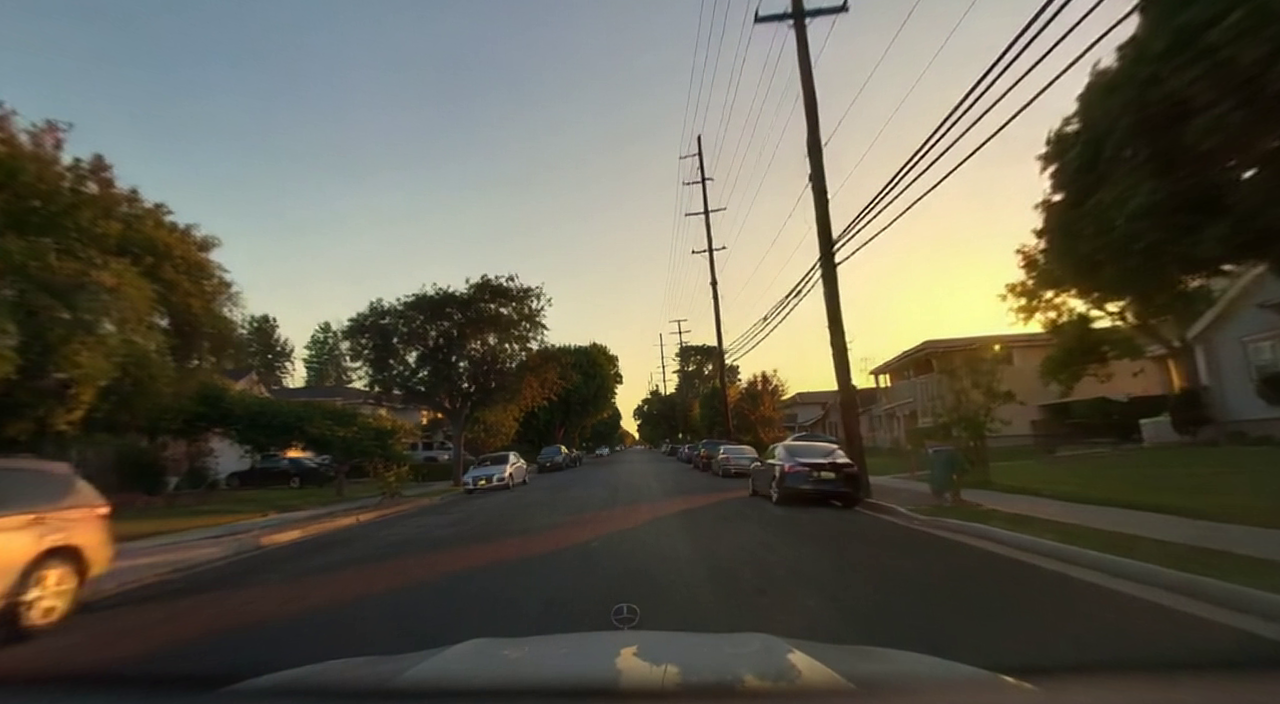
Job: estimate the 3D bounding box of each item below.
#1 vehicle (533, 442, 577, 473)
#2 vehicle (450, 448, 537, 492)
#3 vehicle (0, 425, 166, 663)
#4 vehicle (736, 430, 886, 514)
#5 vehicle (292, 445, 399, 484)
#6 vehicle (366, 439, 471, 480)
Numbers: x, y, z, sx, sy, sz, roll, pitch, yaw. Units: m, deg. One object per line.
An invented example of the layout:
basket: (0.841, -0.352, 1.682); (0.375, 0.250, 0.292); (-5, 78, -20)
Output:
vehicle: (-5.573, 7.024, 41.915); (2.118, 1.753, 4.377); (-5, -10, 1)
vehicle: (-5.667, 4.618, 25.066); (2.199, 1.439, 4.757); (-3, -9, 2)
vehicle: (-5.803, 1.414, 4.164); (1.989, 1.756, 4.378); (-4, -9, 0)
vehicle: (3.786, 2.746, 15.037); (2.247, 1.618, 4.655); (2, -8, 0)
vehicle: (-15.651, 5.966, 33.722); (4.747, 1.899, 2.181); (-2, -7, 13)
vehicle: (-12.531, 6.147, 36.066); (5.096, 2.213, 2.354); (1, -10, -3)
